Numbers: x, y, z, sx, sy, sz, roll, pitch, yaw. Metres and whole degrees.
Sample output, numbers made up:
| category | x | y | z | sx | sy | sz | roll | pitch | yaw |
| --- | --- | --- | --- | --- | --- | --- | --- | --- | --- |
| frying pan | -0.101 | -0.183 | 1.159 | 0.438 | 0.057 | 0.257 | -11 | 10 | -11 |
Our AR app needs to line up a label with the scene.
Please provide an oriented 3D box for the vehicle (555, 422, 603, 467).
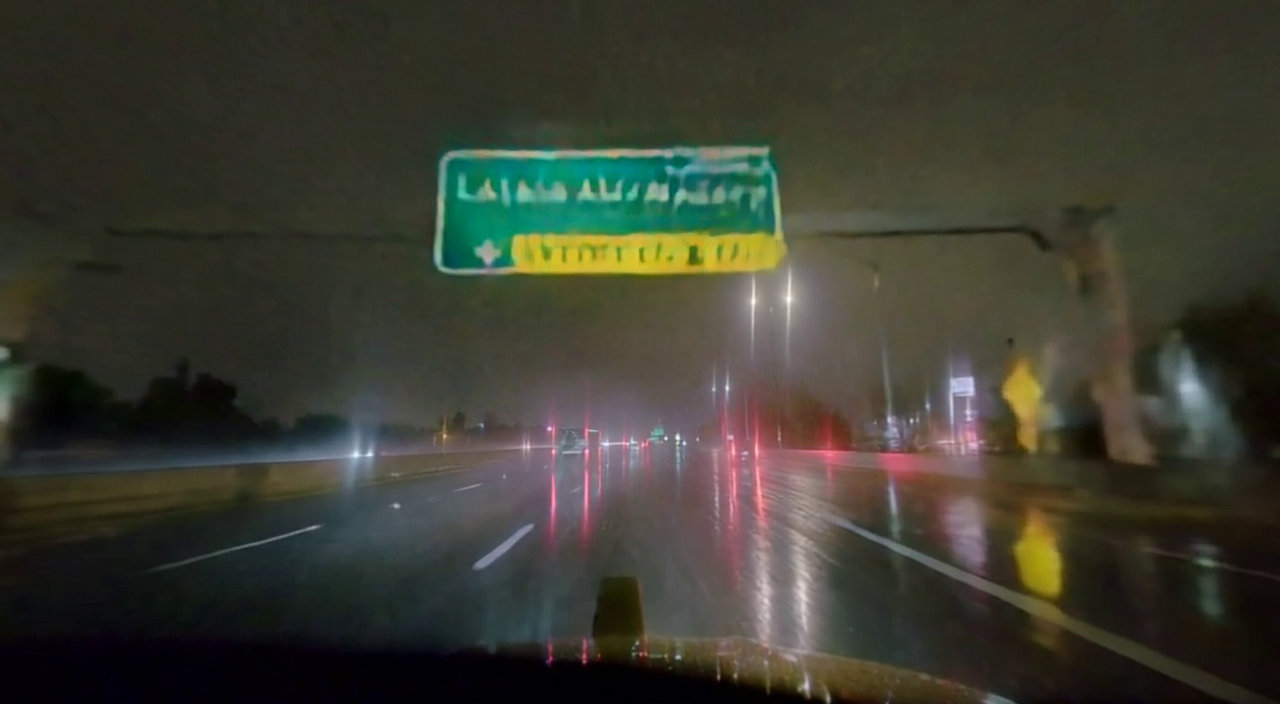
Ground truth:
| category | x | y | z | sx | sy | sz | roll | pitch | yaw |
| --- | --- | --- | --- | --- | --- | --- | --- | --- | --- |
| vehicle | -4.192 | 6.590 | 44.974 | 2.881 | 2.937 | 7.045 | 0 | -9 | -2 |

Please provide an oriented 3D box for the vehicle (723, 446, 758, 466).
| category | x | y | z | sx | sy | sz | roll | pitch | yaw |
| --- | --- | --- | --- | --- | --- | --- | --- | --- | --- |
| vehicle | 7.713 | 8.013 | 48.932 | 2.035 | 1.491 | 4.246 | 0 | -9 | 1 |
